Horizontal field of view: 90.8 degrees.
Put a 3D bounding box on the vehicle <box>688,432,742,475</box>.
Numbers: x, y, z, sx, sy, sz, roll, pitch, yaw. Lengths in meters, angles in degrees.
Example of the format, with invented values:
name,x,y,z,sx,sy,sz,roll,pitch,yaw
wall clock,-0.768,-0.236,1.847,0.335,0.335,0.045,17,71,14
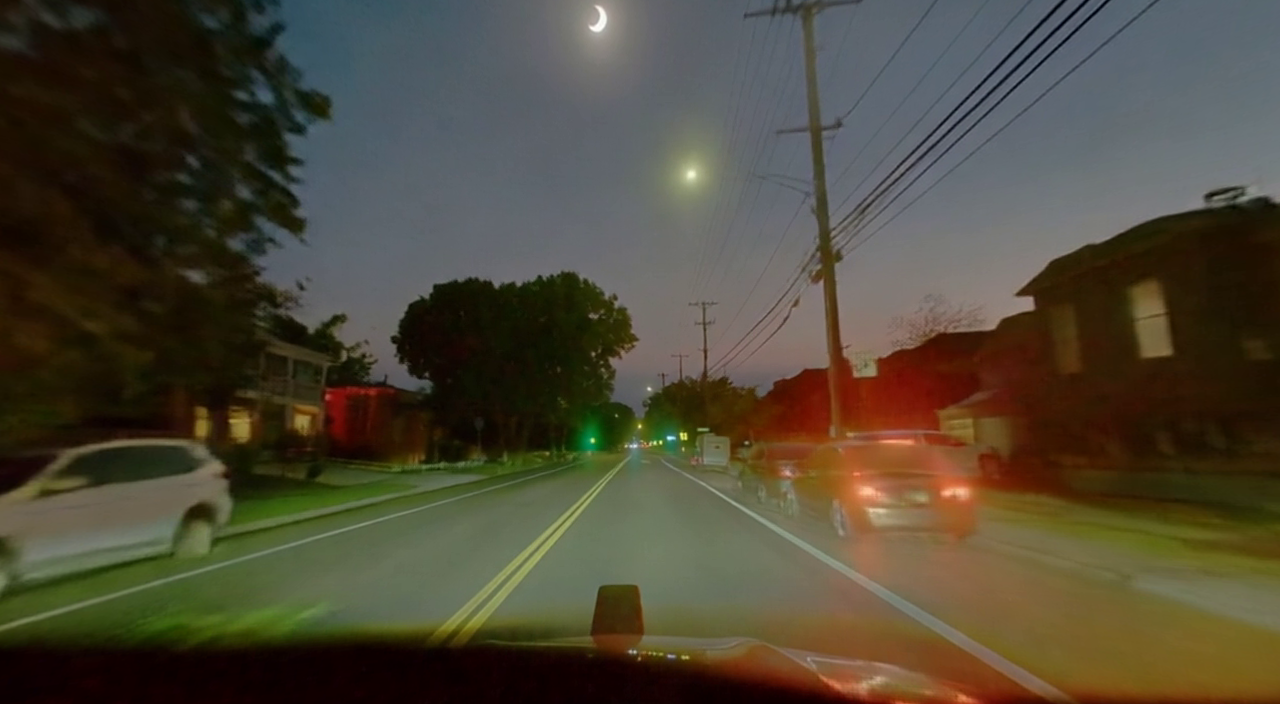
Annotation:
name,x,y,z,sx,sy,sz,roll,pitch,yaw
vehicle,3.748,5.159,32.290,2.088,2.019,4.802,0,-8,-1

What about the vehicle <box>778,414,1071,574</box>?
name,x,y,z,sx,sy,sz,roll,pitch,yaw
vehicle,3.536,1.853,9.128,1.955,1.665,4.818,0,-8,0

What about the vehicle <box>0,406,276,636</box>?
name,x,y,z,sx,sy,sz,roll,pitch,yaw
vehicle,-6.387,1.668,7.140,1.947,1.930,4.306,-2,-7,0
